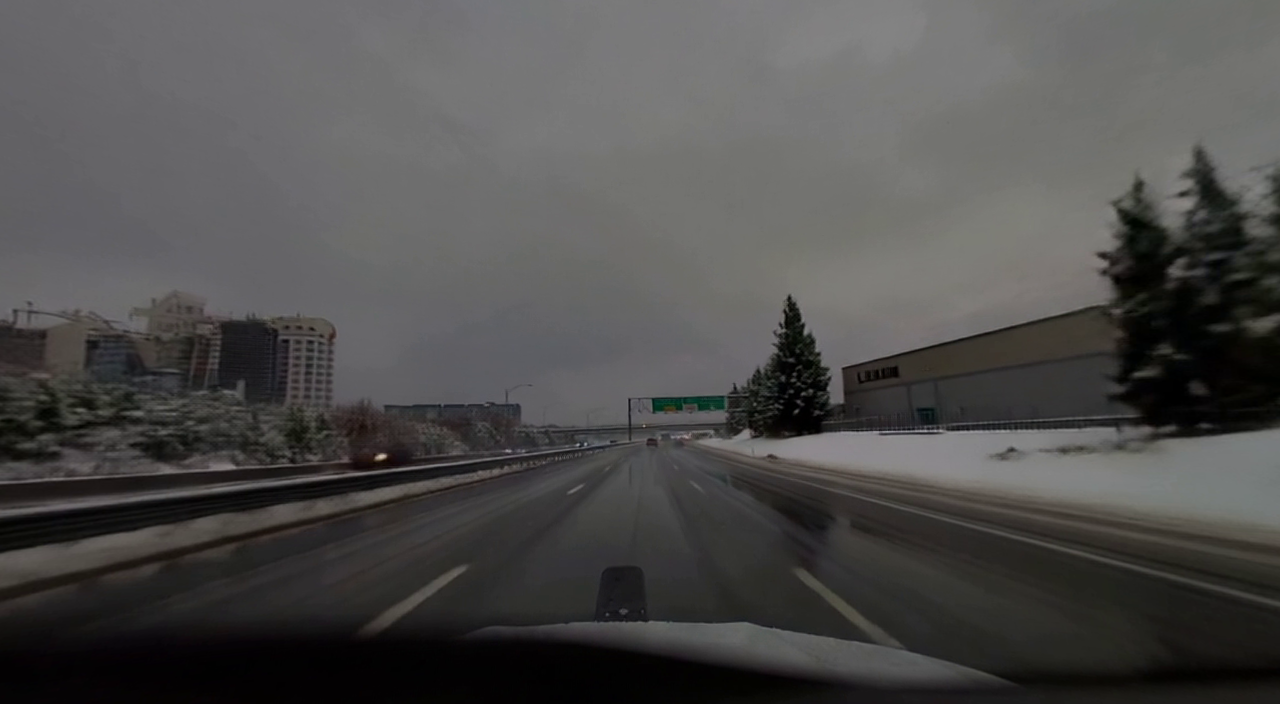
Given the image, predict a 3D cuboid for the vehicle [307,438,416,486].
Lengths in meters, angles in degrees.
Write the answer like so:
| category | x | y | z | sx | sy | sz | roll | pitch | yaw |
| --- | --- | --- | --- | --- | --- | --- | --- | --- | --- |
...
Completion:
| category | x | y | z | sx | sy | sz | roll | pitch | yaw |
| --- | --- | --- | --- | --- | --- | --- | --- | --- | --- |
| vehicle | -10.652 | 4.226 | 24.577 | 2.047 | 1.679 | 4.692 | 0 | -8 | 1 |
